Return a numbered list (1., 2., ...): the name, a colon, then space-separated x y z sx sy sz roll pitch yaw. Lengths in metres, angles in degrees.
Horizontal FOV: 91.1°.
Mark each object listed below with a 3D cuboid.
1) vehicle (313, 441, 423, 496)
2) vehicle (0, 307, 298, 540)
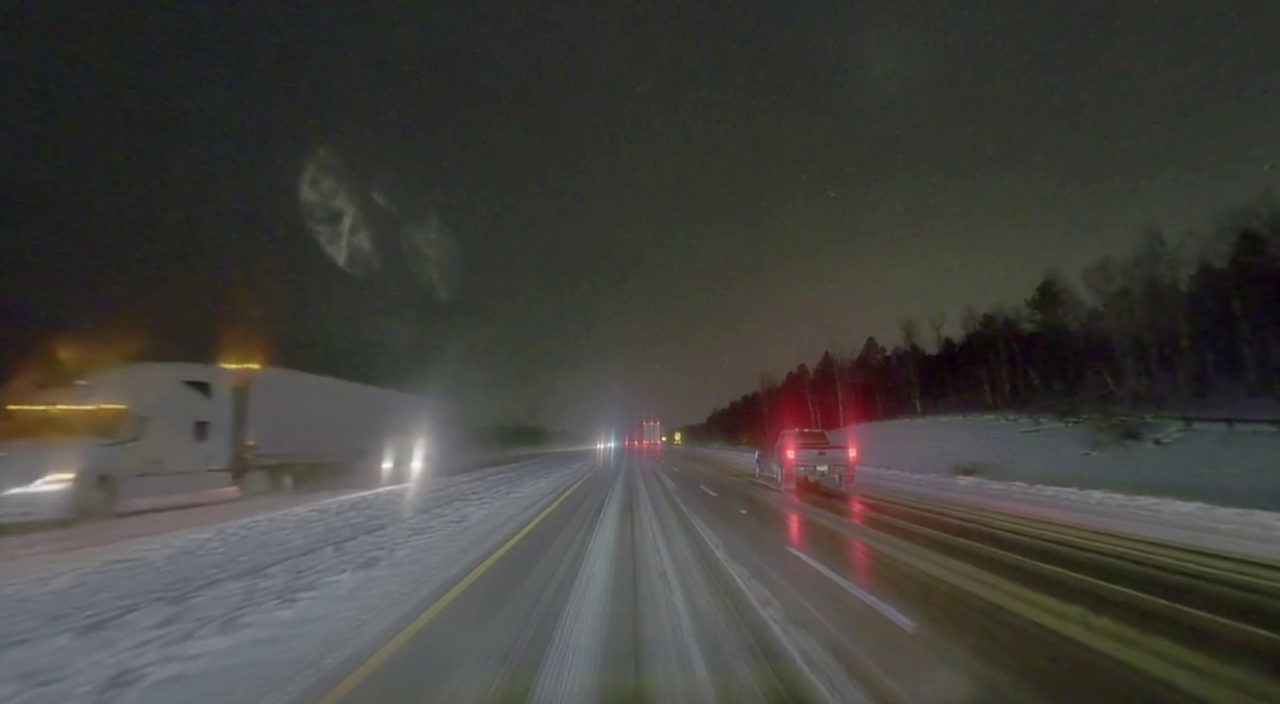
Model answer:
1. vehicle: -8.291 3.542 19.573 1.821 1.492 3.746 0 -8 -1
2. vehicle: -12.574 1.824 15.227 2.979 3.983 10.131 0 -8 -1
